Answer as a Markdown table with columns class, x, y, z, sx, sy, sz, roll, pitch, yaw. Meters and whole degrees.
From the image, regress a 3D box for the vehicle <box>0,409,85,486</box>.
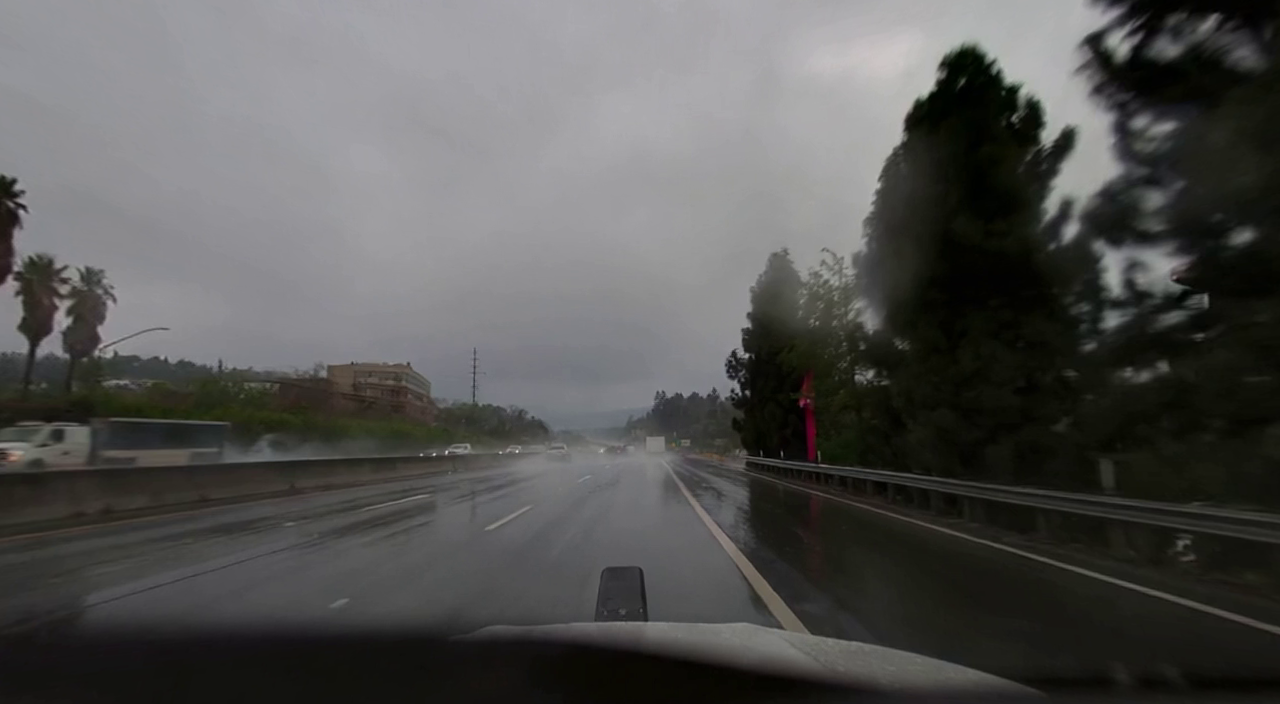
| class | x | y | z | sx | sy | sz | roll | pitch | yaw |
| --- | --- | --- | --- | --- | --- | --- | --- | --- | --- |
| vehicle | -35.286 | 5.269 | 34.620 | 2.956 | 3.992 | 6.619 | 0 | -8 | 2 |

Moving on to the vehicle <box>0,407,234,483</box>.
| class | x | y | z | sx | sy | sz | roll | pitch | yaw |
| --- | --- | --- | --- | --- | --- | --- | --- | --- | --- |
| vehicle | -35.133 | 6.405 | 43.276 | 2.951 | 4.166 | 16.562 | 0 | -8 | 1 |
